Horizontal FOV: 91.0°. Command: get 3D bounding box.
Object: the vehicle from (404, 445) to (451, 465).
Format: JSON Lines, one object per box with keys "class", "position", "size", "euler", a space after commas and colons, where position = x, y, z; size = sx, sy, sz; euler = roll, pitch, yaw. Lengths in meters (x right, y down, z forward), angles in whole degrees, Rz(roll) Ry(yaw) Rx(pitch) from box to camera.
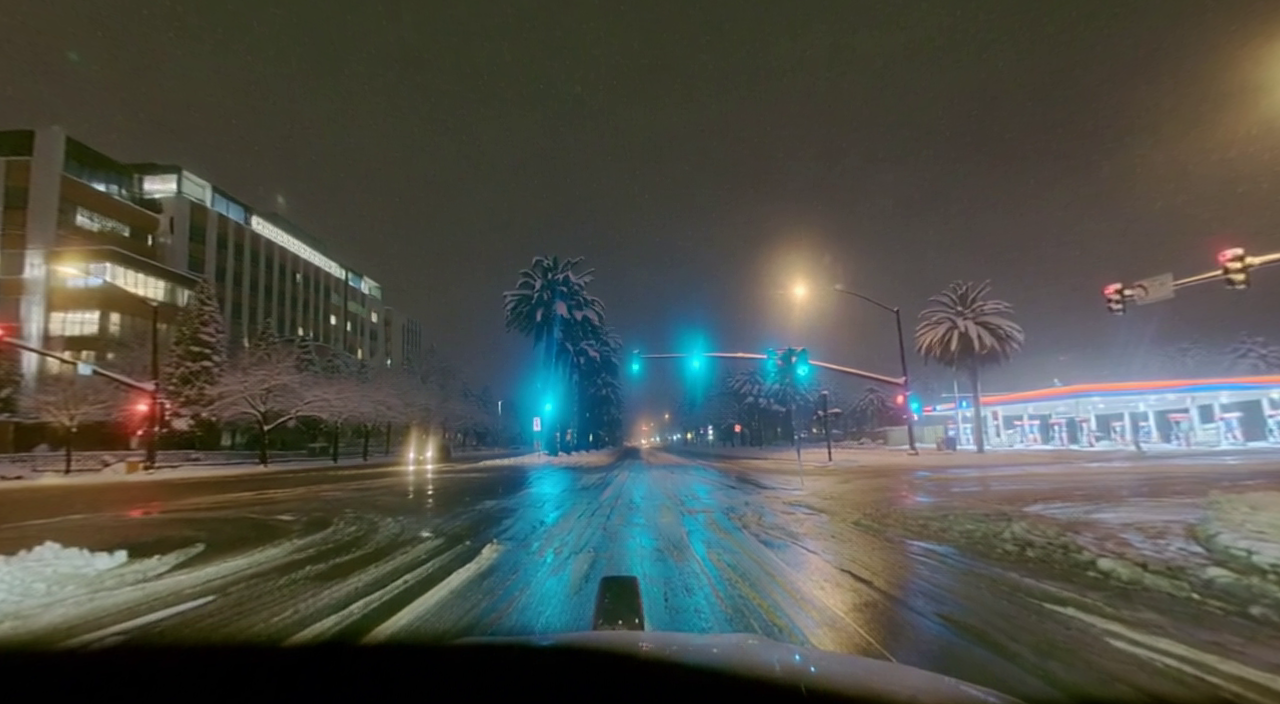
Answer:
{"class": "vehicle", "position": [-16.380, 7.966, 48.853], "size": [2.033, 1.467, 4.504], "euler": [0, -8, 1]}
